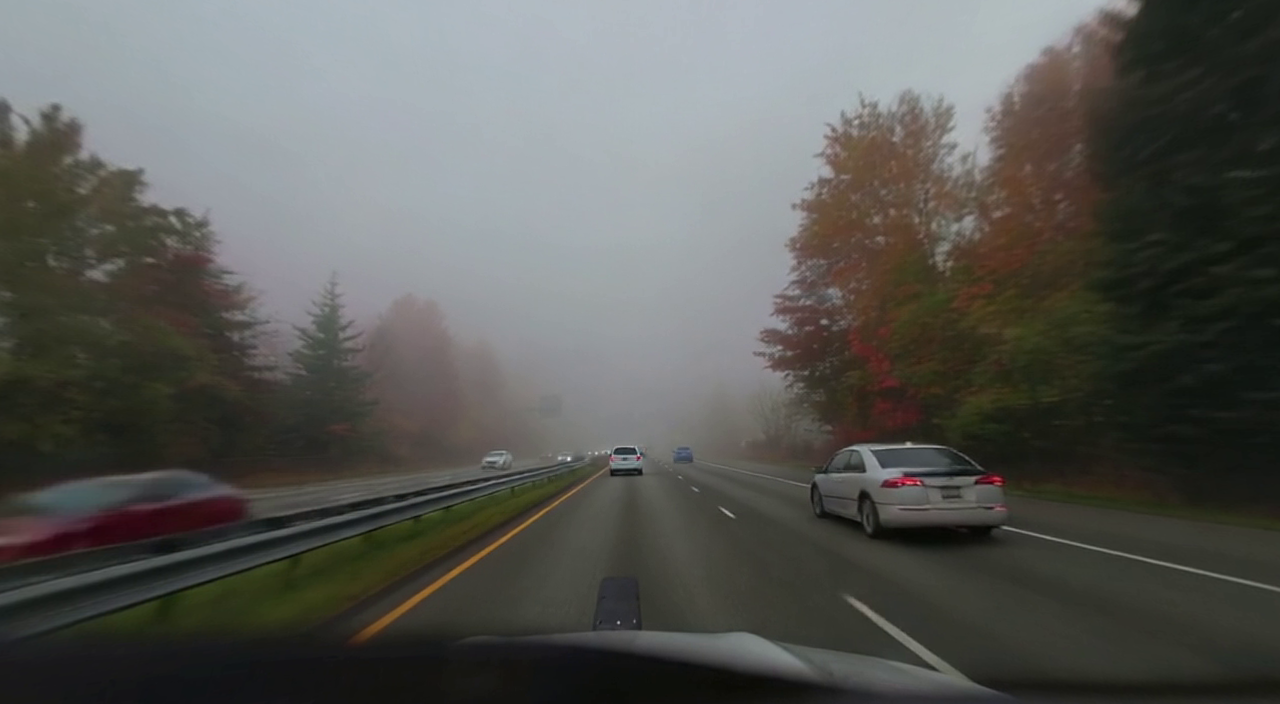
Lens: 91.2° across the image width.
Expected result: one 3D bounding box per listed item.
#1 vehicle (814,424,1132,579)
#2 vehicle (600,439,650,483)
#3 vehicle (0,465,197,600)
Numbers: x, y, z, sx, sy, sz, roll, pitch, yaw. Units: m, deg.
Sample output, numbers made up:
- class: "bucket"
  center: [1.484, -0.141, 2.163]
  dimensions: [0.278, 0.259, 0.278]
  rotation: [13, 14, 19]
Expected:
- class: "vehicle"
  center: [3.940, 1.820, 8.479]
  dimensions: [1.843, 1.505, 4.339]
  rotation: [0, -9, -1]
- class: "vehicle"
  center: [-0.597, 4.579, 26.539]
  dimensions: [1.937, 1.699, 3.936]
  rotation: [0, -9, 0]
- class: "vehicle"
  center: [-8.700, 2.436, 8.859]
  dimensions: [1.801, 1.528, 4.211]
  rotation: [0, -9, 0]
